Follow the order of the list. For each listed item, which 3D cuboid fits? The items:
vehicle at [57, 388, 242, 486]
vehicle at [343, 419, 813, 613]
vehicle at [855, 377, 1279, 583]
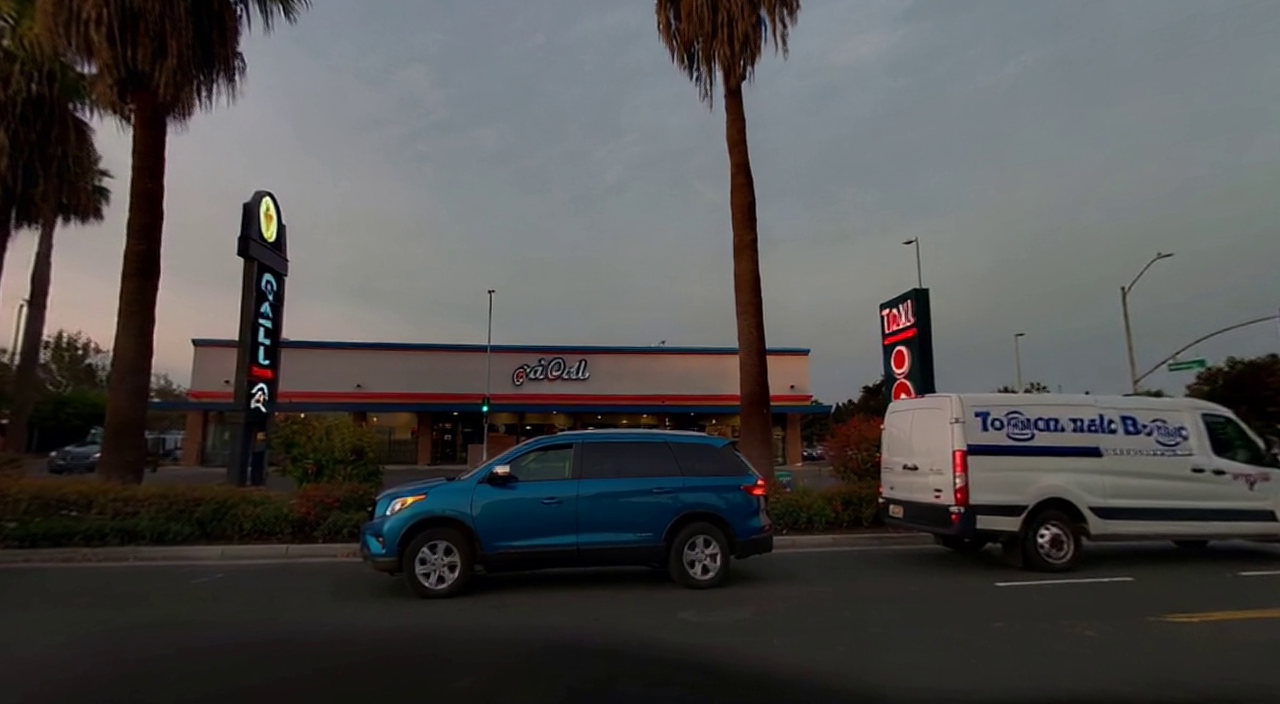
[{"bbox_3d":[-22.250,4.003,29.438,3.034,3.929,7.699,1,-9,-7],"label":"vehicle"},{"bbox_3d":[-0.636,1.699,7.217,4.493,1.728,2.137,1,-9,-10],"label":"vehicle"},{"bbox_3d":[6.423,1.612,8.504,6.246,2.202,2.277,1,-9,-9],"label":"vehicle"}]
